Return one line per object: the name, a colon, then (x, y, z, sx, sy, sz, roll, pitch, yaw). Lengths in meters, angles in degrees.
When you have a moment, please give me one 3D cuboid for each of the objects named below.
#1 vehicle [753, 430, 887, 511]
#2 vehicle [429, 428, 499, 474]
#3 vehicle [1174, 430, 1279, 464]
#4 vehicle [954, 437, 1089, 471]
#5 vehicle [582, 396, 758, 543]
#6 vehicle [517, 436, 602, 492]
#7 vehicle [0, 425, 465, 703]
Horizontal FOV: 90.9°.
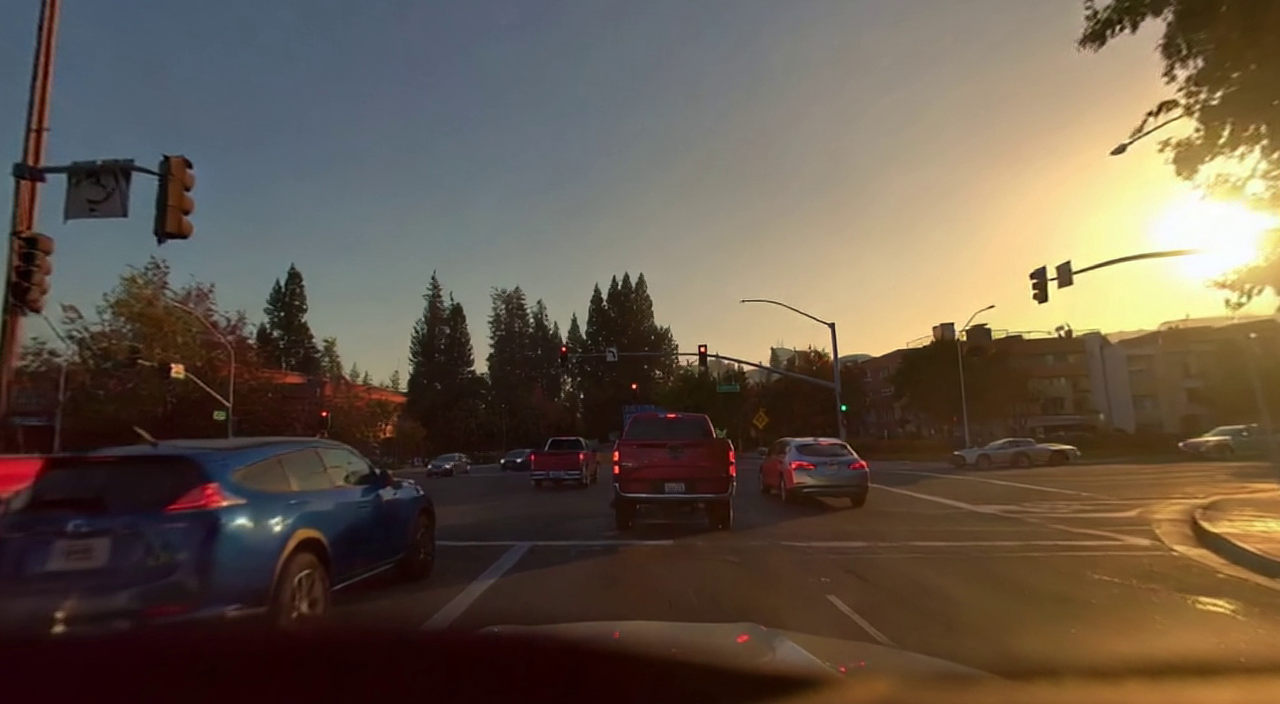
vehicle: (4.129, 2.787, 15.287, 1.984, 1.659, 4.226, 0, -8, 0)
vehicle: (-13.061, 7.416, 47.539, 2.856, 3.139, 8.117, 0, -8, 0)
vehicle: (27.610, 4.327, 28.782, 4.681, 1.458, 1.908, 0, -8, -1)
vehicle: (16.735, 4.491, 27.794, 4.809, 1.458, 1.842, 1, -8, -3)
vehicle: (0.511, 2.019, 11.461, 2.505, 2.084, 4.768, 0, -8, 2)
vehicle: (-2.645, 3.837, 22.043, 2.125, 1.739, 4.707, 0, -8, 3)
vehicle: (-3.318, 1.487, 5.765, 1.998, 1.481, 4.656, 0, -8, 1)
